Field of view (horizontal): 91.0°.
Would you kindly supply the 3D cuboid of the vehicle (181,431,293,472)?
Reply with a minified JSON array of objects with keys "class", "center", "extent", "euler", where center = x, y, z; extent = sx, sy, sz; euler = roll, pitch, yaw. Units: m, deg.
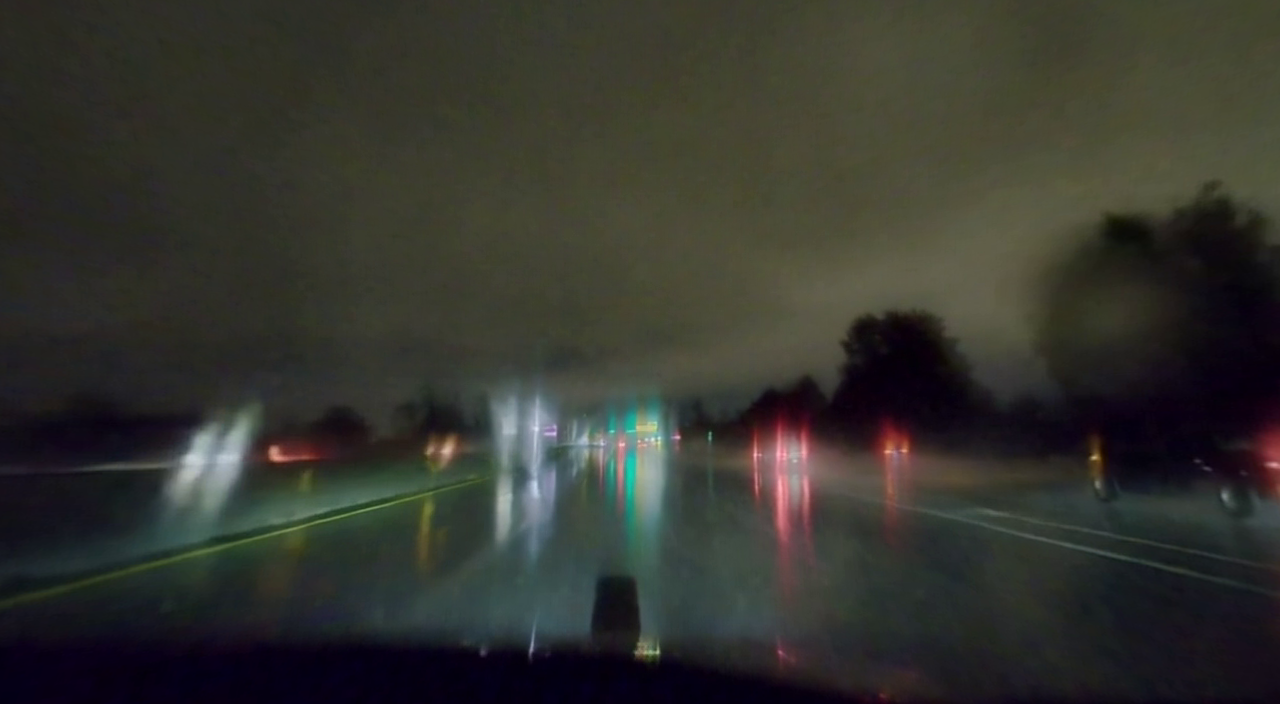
[{"class":"vehicle","center":[-16.795,4.154,26.510],"extent":[1.877,1.573,4.360],"euler":[0,-8,-1]}]
